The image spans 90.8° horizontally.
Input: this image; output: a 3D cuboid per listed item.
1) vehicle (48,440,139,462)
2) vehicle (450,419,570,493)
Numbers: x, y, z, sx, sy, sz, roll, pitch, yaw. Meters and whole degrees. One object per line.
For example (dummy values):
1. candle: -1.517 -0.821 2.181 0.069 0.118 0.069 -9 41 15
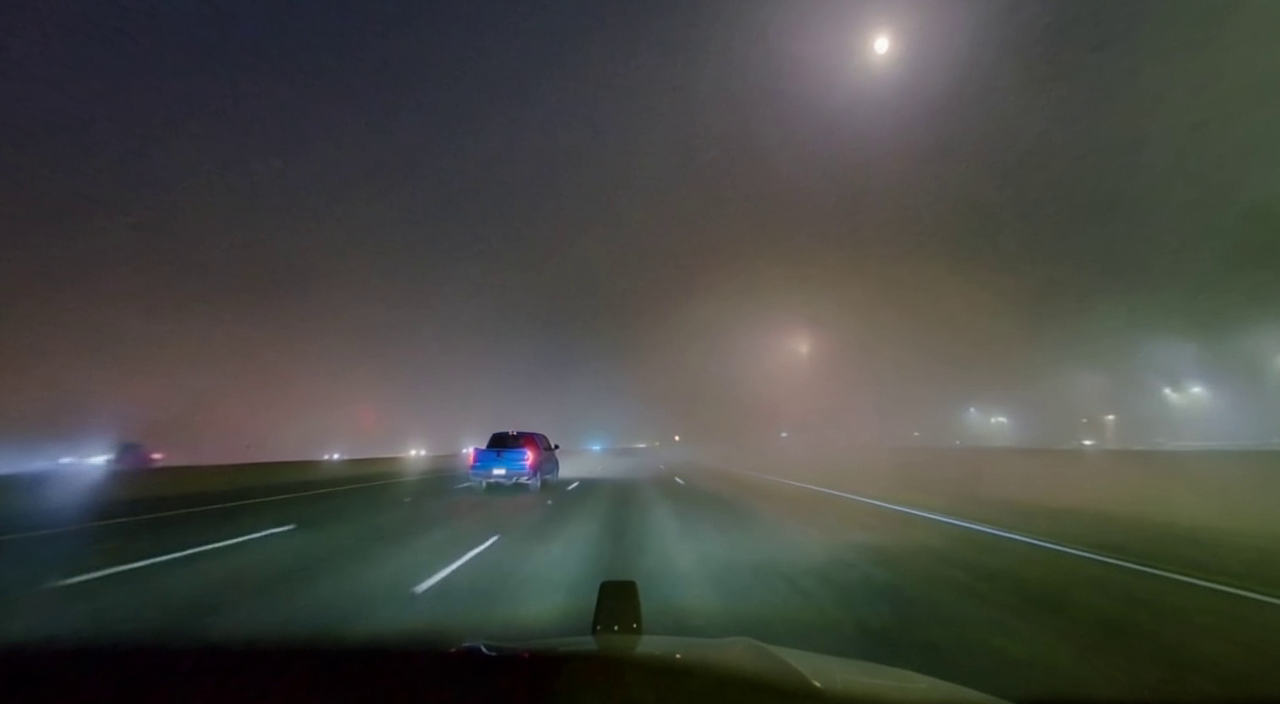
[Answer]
1. vehicle: -29.162 5.286 33.859 1.715 1.071 3.638 1 -7 -2
2. vehicle: -3.937 3.307 20.506 2.529 2.003 5.904 0 -8 1
